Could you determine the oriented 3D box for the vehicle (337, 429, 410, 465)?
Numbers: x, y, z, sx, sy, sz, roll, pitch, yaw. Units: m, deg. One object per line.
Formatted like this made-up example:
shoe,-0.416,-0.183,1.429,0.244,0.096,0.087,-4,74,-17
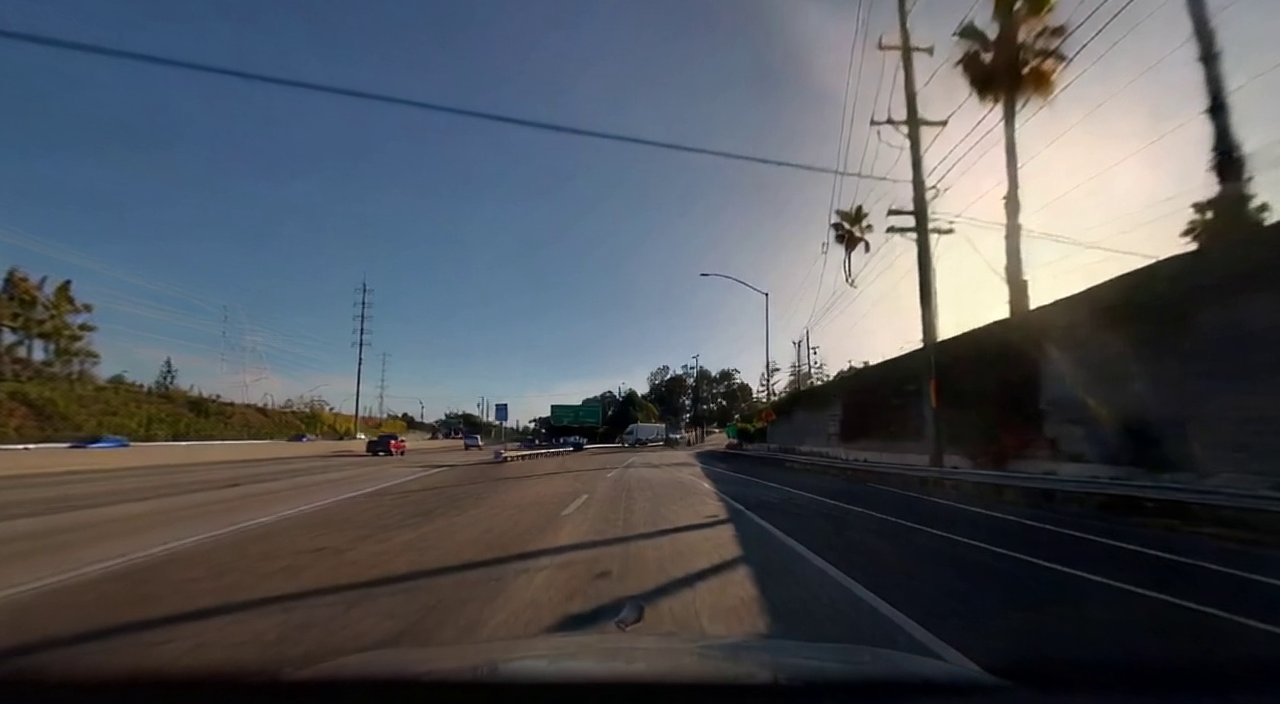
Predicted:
vehicle,-12.762,4.595,30.526,2.029,1.609,3.935,1,-8,-4
